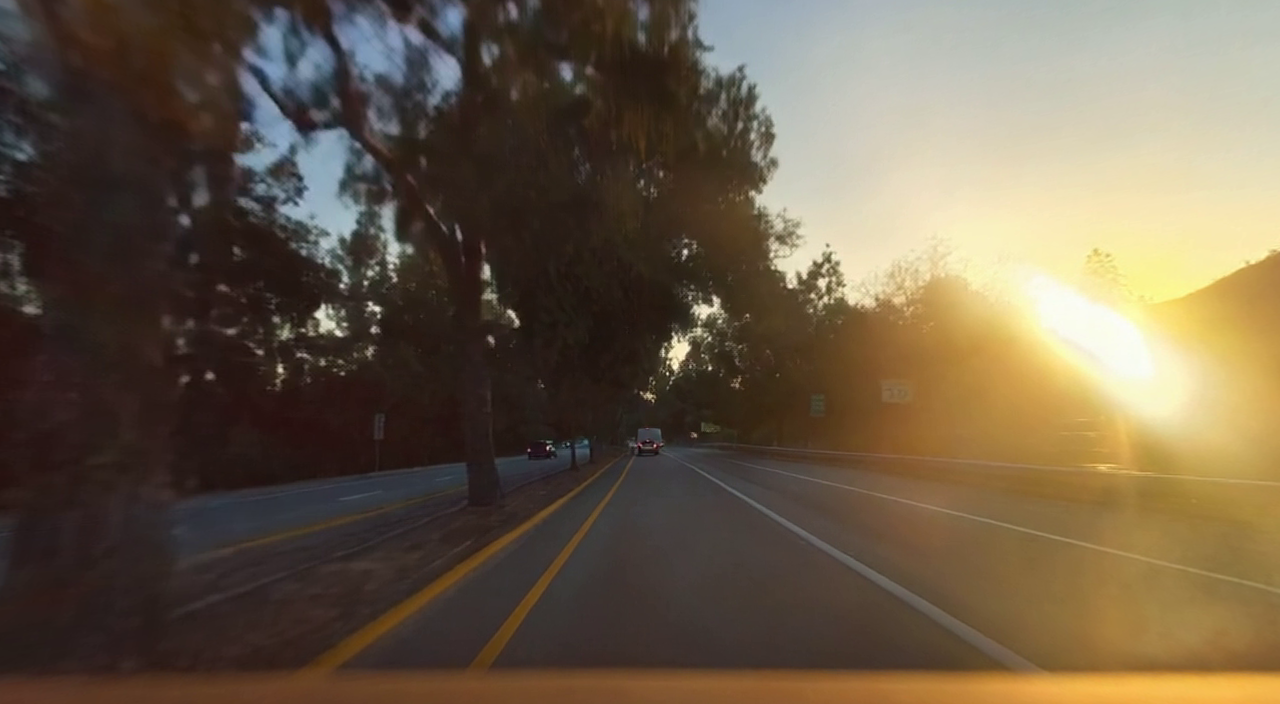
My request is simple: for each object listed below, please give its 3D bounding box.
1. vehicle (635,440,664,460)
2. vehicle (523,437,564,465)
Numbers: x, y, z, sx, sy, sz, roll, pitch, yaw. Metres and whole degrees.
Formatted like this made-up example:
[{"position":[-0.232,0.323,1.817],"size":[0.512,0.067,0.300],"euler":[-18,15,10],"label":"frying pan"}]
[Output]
[{"position":[0.704,7.378,47.490],"size":[2.061,1.469,3.782],"euler":[0,-8,1],"label":"vehicle"},{"position":[-6.861,7.040,45.039],"size":[2.068,1.897,4.372],"euler":[0,-8,2],"label":"vehicle"}]
